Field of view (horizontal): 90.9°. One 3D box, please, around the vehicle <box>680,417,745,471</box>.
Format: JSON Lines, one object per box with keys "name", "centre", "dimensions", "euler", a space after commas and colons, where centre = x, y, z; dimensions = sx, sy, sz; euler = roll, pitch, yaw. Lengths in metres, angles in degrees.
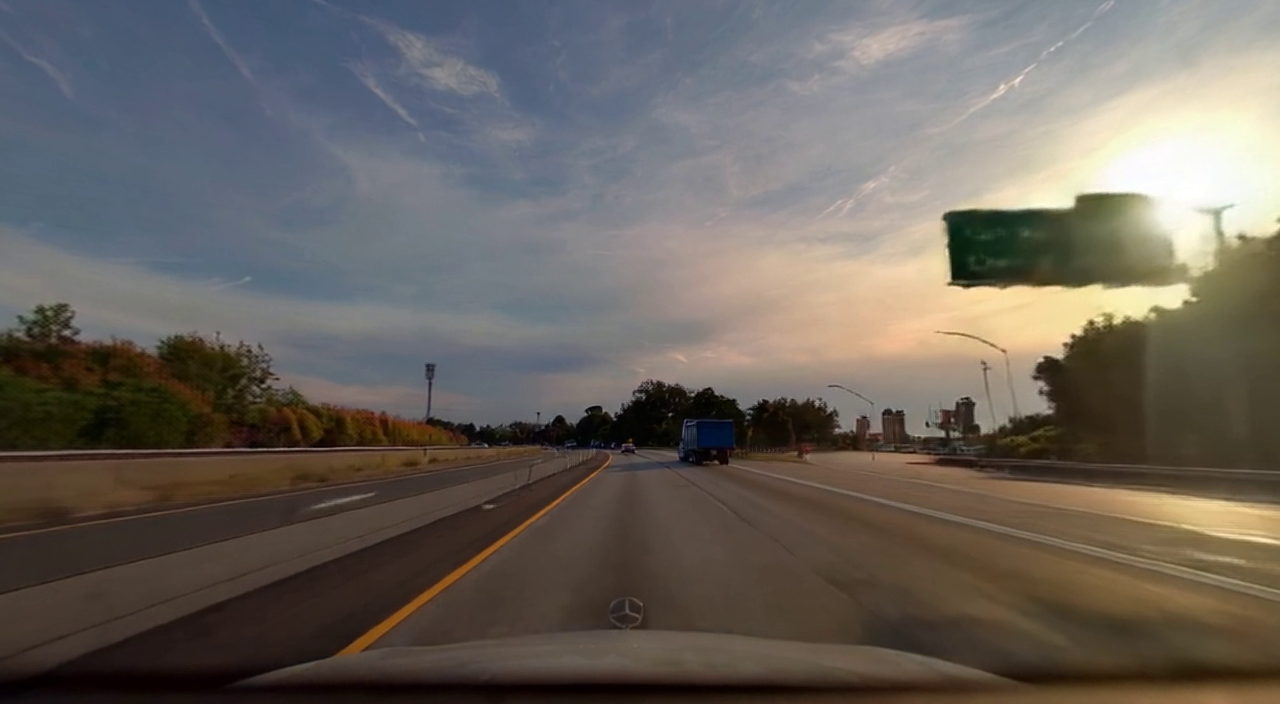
{"name": "vehicle", "centre": [3.582, 4.764, 32.505], "dimensions": [2.430, 2.495, 6.062], "euler": [0, -8, -1]}
